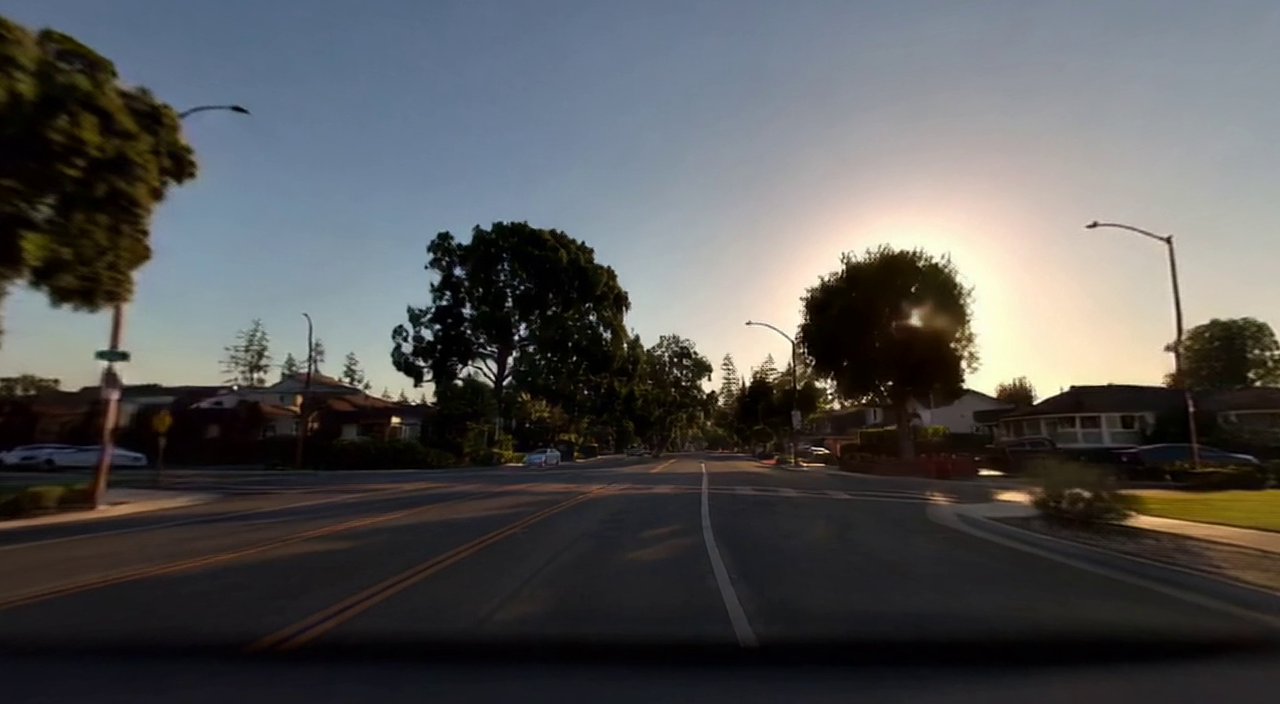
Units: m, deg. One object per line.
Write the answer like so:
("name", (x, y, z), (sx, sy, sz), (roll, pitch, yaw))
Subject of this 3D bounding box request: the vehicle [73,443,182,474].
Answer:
("vehicle", (-30.031, 6.259, 37.096), (4.793, 1.745, 2.012), (-1, -9, 5))

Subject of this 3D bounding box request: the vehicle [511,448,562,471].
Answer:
("vehicle", (-7.536, 7.877, 46.432), (2.064, 1.596, 4.716), (-2, -9, 12))

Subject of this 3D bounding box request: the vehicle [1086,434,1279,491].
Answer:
("vehicle", (20.403, 4.122, 23.621), (5.484, 1.842, 2.188), (-3, -10, 6))
